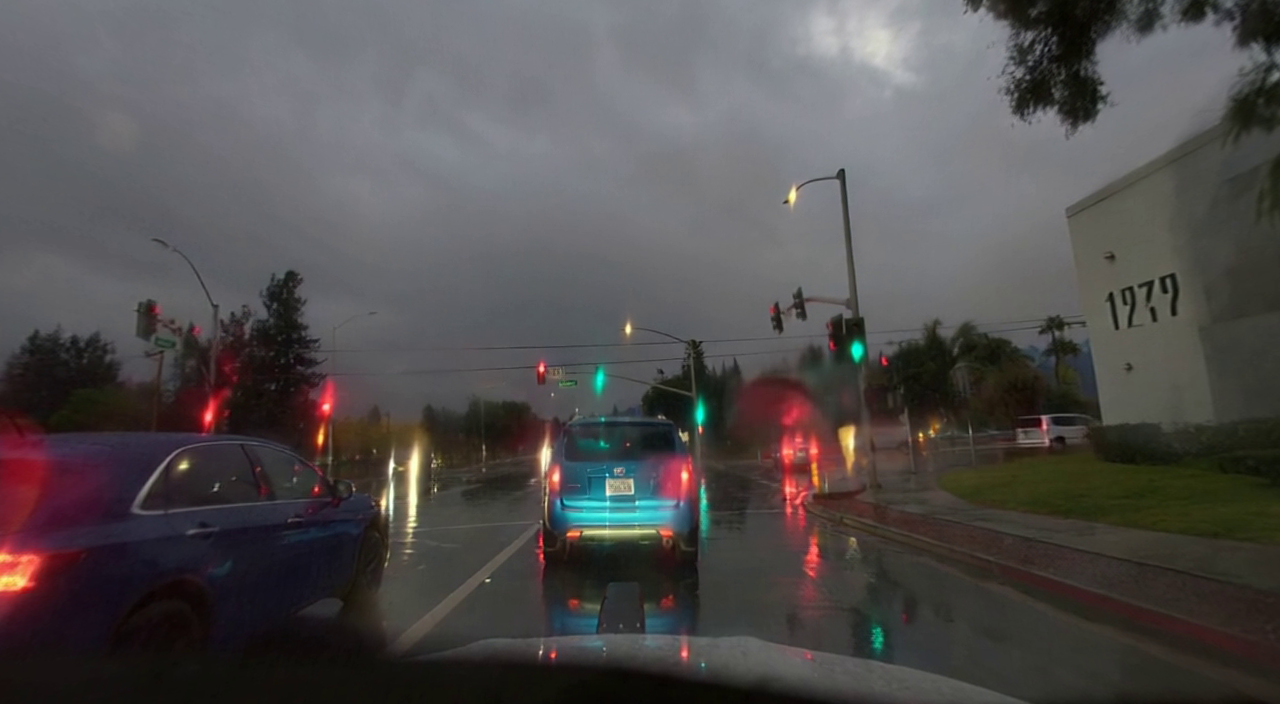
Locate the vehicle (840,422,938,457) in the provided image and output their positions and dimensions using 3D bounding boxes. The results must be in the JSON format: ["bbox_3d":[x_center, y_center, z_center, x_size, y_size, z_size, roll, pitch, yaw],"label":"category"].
[{"bbox_3d":[14.022,4.941,35.593,4.872,1.806,2.107,3,-9,-20],"label":"vehicle"}]

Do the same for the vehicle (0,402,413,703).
[{"bbox_3d":[-3.377,1.261,4.554,2.011,1.527,4.008,0,-8,-1],"label":"vehicle"}]

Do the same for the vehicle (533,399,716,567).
[{"bbox_3d":[-0.186,1.796,9.342,2.059,1.877,4.249,0,-8,0],"label":"vehicle"}]

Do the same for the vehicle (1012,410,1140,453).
[{"bbox_3d":[21.423,3.913,31.082,5.215,1.967,2.392,1,-9,-19],"label":"vehicle"}]
